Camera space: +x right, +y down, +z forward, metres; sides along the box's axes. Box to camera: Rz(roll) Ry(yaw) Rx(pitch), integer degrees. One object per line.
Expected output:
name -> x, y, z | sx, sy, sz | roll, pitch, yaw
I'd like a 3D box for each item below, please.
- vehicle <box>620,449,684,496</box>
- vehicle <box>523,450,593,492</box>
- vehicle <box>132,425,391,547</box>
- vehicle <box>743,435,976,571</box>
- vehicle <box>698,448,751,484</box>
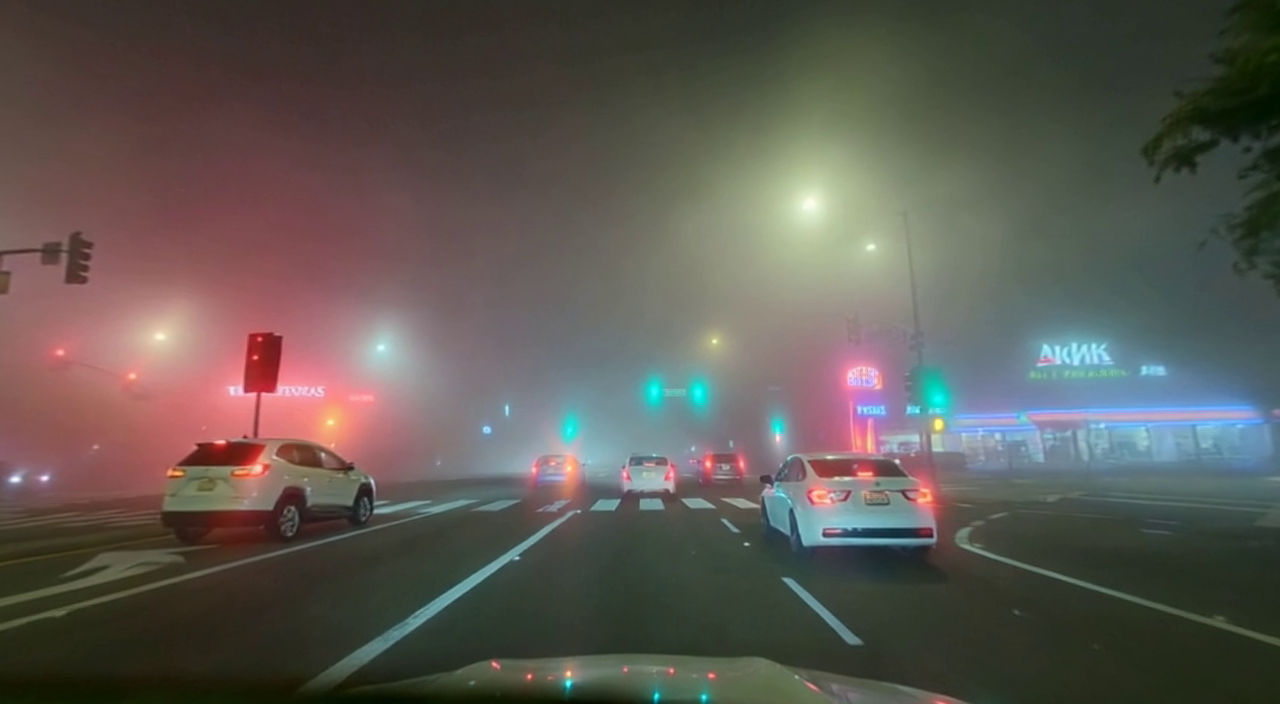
vehicle -> 0.418, 4.262, 22.683 | 2.070, 1.460, 4.118 | 0, -8, 1
vehicle -> -3.180, 4.723, 25.365 | 2.040, 1.471, 4.211 | -1, -9, 3
vehicle -> -6.594, 2.353, 11.762 | 2.058, 1.804, 4.391 | 0, -9, 0
vehicle -> 2.819, 2.016, 9.244 | 1.946, 1.513, 4.133 | 0, -8, 1
vehicle -> 3.883, 5.304, 29.735 | 1.931, 1.552, 4.125 | 0, -9, 0
